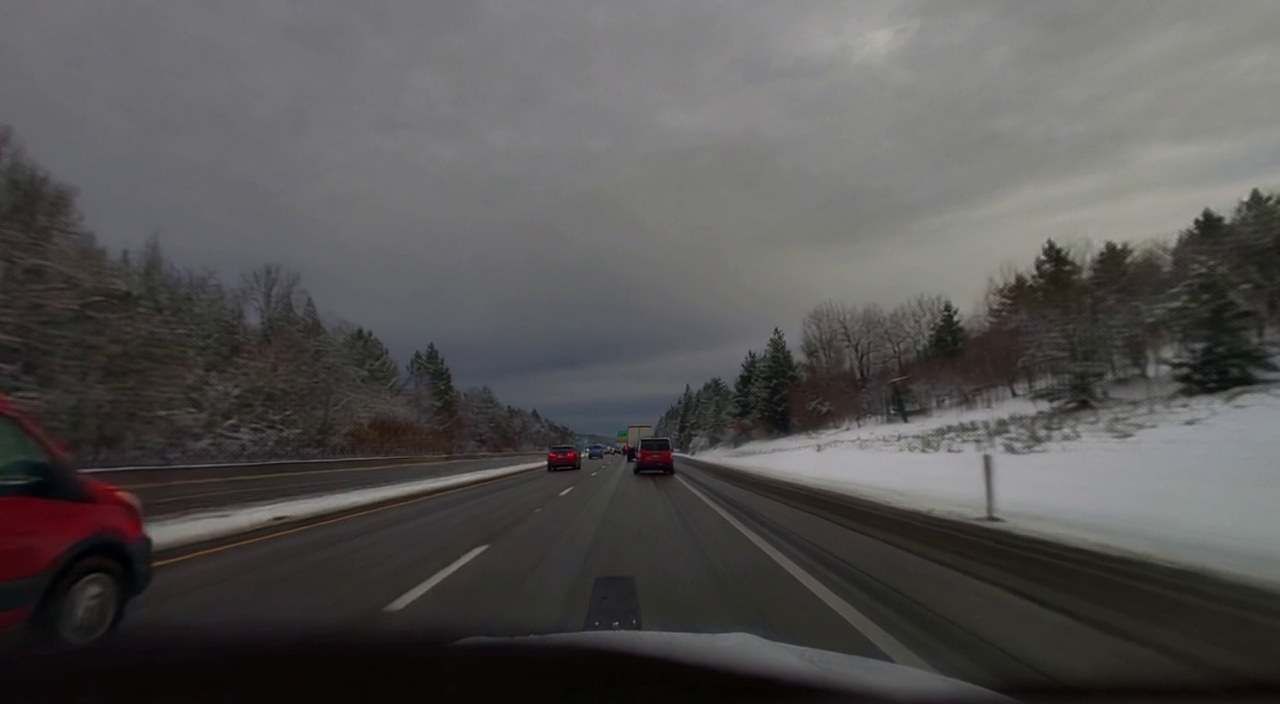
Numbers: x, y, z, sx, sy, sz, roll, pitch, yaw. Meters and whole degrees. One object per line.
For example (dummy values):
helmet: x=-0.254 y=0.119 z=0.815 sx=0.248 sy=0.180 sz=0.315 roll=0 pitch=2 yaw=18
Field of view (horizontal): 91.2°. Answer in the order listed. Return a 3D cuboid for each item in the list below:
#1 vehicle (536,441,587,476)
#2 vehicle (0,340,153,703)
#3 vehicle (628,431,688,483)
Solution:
vehicle: x=-3.992 y=5.504 z=32.601 sx=2.088 sy=1.688 sz=4.365 roll=0 pitch=-9 yaw=0
vehicle: x=-4.095 y=0.673 z=1.918 sx=2.021 sy=1.790 sz=3.907 roll=0 pitch=-9 yaw=-1
vehicle: x=0.609 y=4.262 z=25.587 sx=2.179 sy=1.930 sz=4.538 roll=0 pitch=-9 yaw=-2
